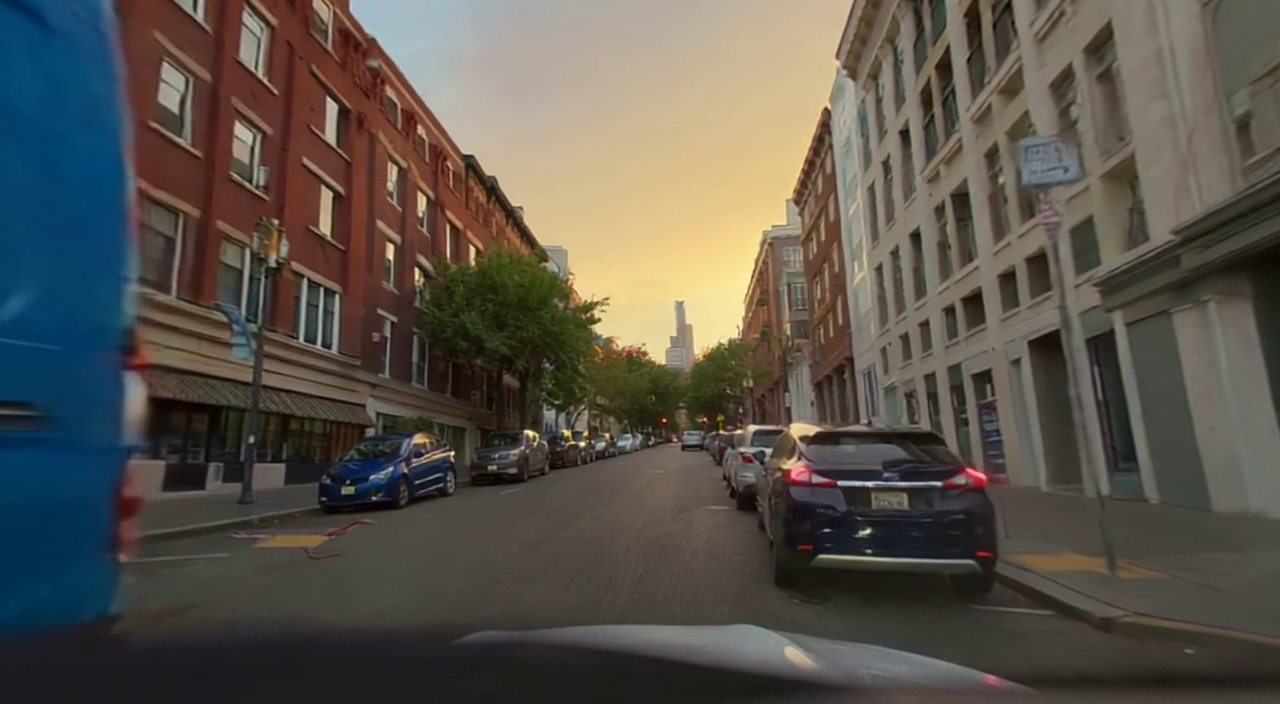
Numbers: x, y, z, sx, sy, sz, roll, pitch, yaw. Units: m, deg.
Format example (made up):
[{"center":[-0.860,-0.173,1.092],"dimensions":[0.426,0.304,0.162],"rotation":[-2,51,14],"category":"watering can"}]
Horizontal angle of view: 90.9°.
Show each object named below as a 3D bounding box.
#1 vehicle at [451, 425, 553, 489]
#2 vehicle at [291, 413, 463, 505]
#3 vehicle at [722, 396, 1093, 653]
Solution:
[{"center":[-3.977,3.049,18.909],"dimensions":[1.867,1.519,3.920],"rotation":[1,-4,5],"category":"vehicle"},{"center":[-4.973,2.072,12.400],"dimensions":[1.875,1.564,2.982],"rotation":[-1,-9,5],"category":"vehicle"},{"center":[1.864,1.325,6.107],"dimensions":[1.925,1.481,4.653],"rotation":[-1,-8,5],"category":"vehicle"}]
